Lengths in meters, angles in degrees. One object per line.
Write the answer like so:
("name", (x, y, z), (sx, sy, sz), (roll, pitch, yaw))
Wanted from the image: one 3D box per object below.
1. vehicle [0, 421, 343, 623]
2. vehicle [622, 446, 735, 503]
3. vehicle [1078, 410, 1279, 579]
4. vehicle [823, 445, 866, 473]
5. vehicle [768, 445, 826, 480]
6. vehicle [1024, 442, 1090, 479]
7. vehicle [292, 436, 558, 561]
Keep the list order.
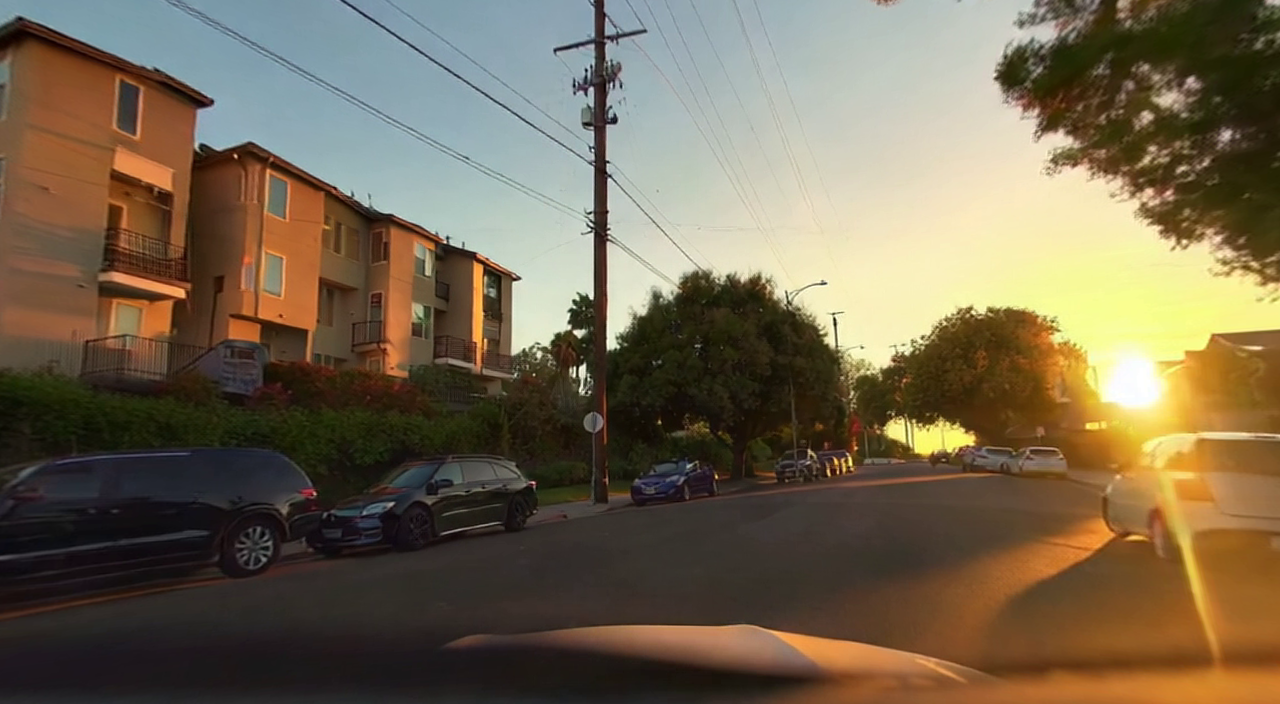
("vehicle", (-6.346, 1.920, 7.337), (1.973, 1.848, 5.100), (-13, -13, 25))
("vehicle", (1.497, 4.316, 22.393), (2.017, 1.582, 4.664), (-13, -15, 27))
("vehicle", (7.512, 1.718, 8.330), (2.180, 1.677, 4.432), (-5, -10, 27))
("vehicle", (15.179, 7.952, 46.742), (1.953, 1.699, 4.234), (-11, -17, 29))
("vehicle", (8.945, 6.186, 35.701), (2.011, 1.801, 4.676), (-5, -10, 28))
("vehicle", (18.501, 4.780, 28.207), (1.964, 1.515, 4.055), (-5, -10, 28))
("vehicle", (-3.772, 2.671, 11.971), (2.068, 1.745, 4.579), (-12, -14, 24))
